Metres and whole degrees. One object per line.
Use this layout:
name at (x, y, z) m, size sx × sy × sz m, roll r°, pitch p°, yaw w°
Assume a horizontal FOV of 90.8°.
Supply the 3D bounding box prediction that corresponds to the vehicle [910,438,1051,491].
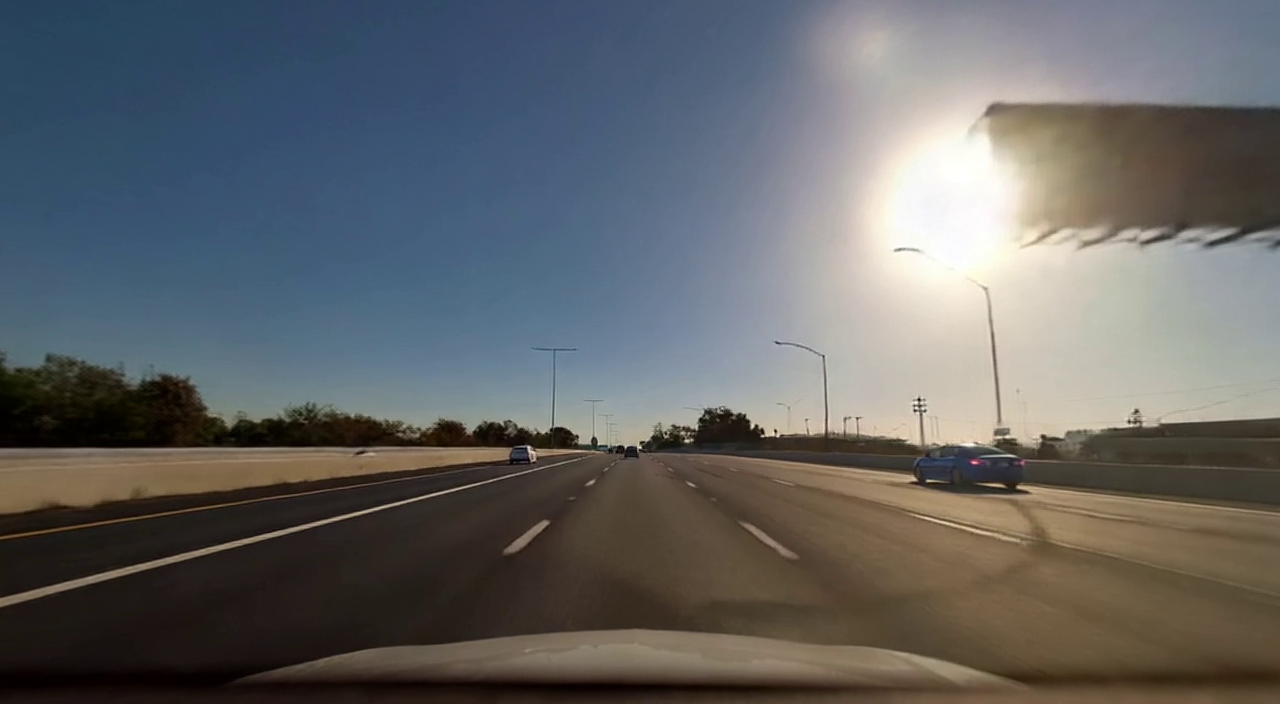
vehicle at (10.780, 3.573, 20.473) m, size 1.985 × 1.493 × 4.486 m, roll 0°, pitch -8°, yaw -1°
